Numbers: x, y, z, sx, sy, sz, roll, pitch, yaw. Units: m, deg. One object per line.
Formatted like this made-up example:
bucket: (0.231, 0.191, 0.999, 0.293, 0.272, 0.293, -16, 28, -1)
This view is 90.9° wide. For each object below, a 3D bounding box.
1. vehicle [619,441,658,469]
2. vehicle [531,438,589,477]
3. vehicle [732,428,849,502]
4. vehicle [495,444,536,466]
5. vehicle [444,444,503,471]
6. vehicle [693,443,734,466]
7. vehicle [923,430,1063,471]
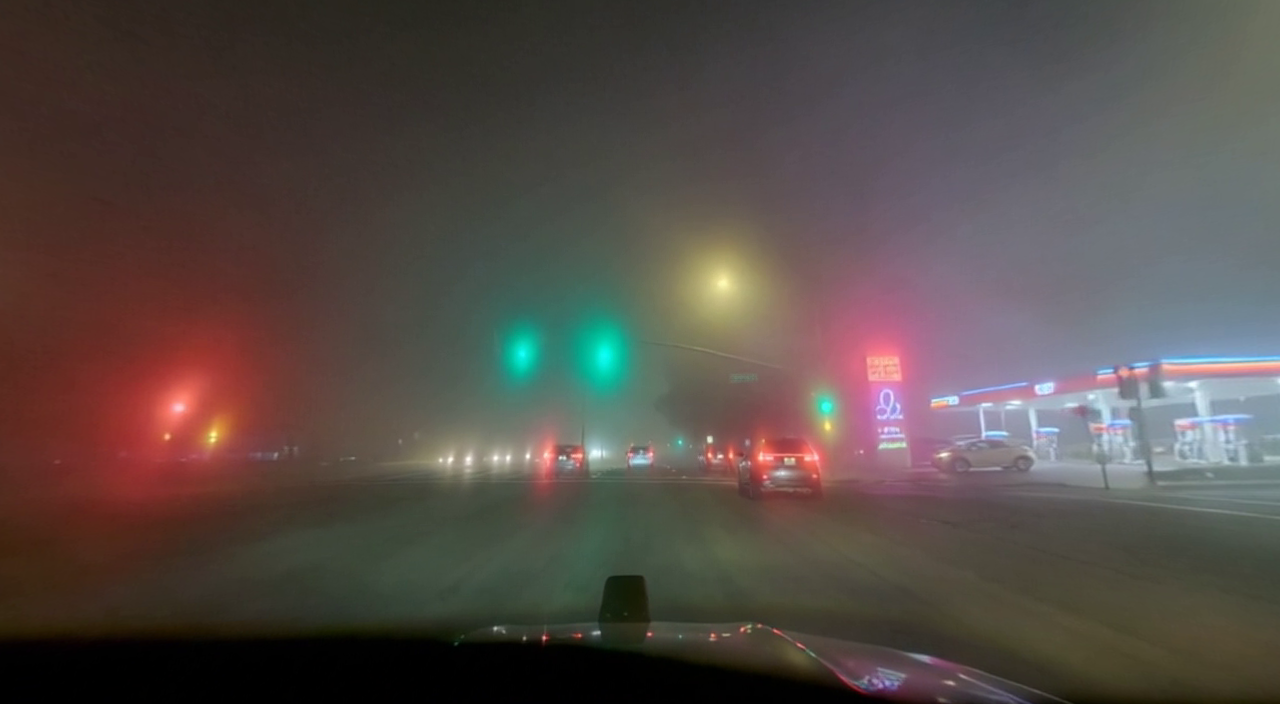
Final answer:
vehicle: (-0.062, 5.814, 35.893, 2.104, 1.477, 4.591, 0, -8, 0)
vehicle: (-3.507, 4.713, 28.405, 2.023, 1.607, 4.086, 0, -8, 1)
vehicle: (3.804, 2.923, 16.774, 2.022, 1.683, 4.171, 0, -8, -1)
vehicle: (-8.814, 7.275, 44.841, 2.001, 1.461, 3.859, 0, -8, 2)
vehicle: (-9.404, 5.982, 35.952, 2.023, 1.433, 4.699, 0, -8, 1)
vehicle: (4.845, 6.848, 42.388, 2.174, 1.462, 4.400, 0, -8, -1)
vehicle: (18.027, 5.057, 32.414, 5.585, 1.866, 2.607, -1, -8, -3)
